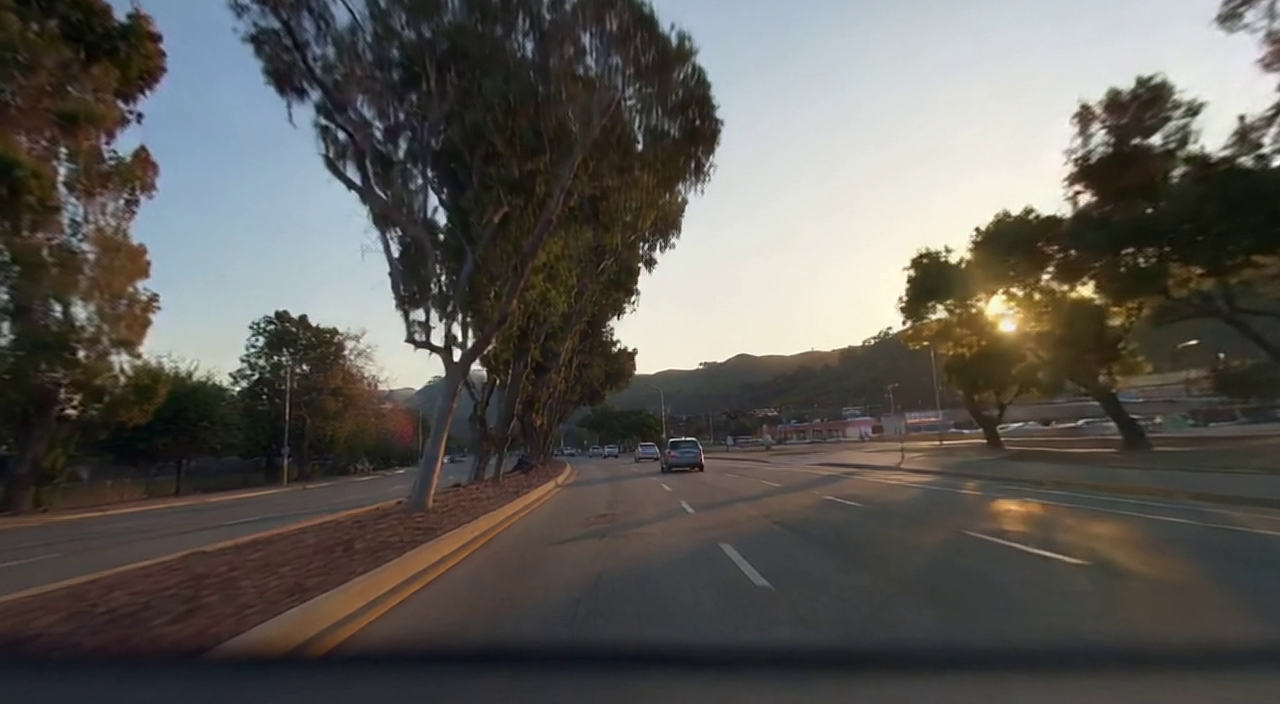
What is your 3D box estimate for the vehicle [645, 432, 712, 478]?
[{"bbox_3d":[1.512,4.362,26.815,2.253,1.756,4.313,0,-8,-5],"label":"vehicle"}]
